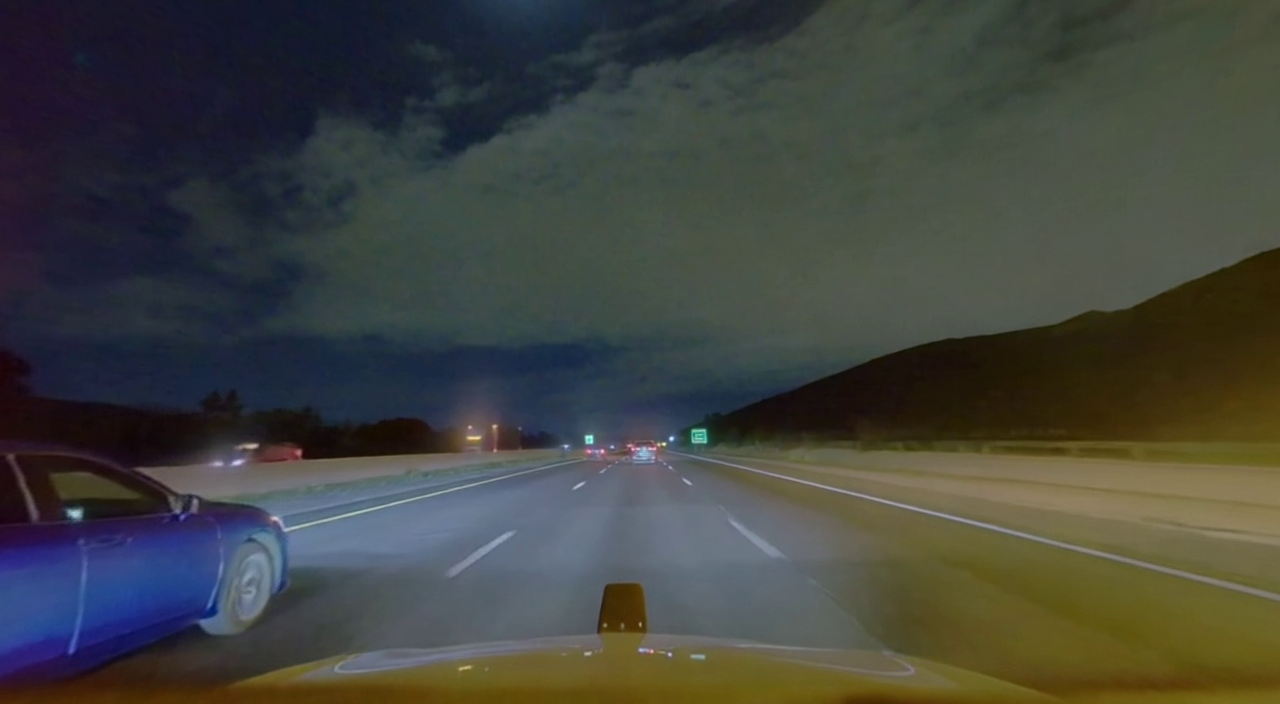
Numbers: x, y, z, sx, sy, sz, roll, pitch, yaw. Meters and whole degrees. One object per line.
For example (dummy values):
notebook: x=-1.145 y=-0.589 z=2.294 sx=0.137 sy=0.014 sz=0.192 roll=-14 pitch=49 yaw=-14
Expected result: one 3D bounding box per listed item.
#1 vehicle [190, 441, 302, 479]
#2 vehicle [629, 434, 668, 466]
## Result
vehicle: x=-17.675 y=4.837 z=28.507 sx=1.939 sy=1.540 sz=4.874 roll=0 pitch=-8 yaw=0
vehicle: x=0.503 y=6.122 z=39.361 sx=2.272 sy=1.836 sz=4.866 roll=0 pitch=-8 yaw=0
